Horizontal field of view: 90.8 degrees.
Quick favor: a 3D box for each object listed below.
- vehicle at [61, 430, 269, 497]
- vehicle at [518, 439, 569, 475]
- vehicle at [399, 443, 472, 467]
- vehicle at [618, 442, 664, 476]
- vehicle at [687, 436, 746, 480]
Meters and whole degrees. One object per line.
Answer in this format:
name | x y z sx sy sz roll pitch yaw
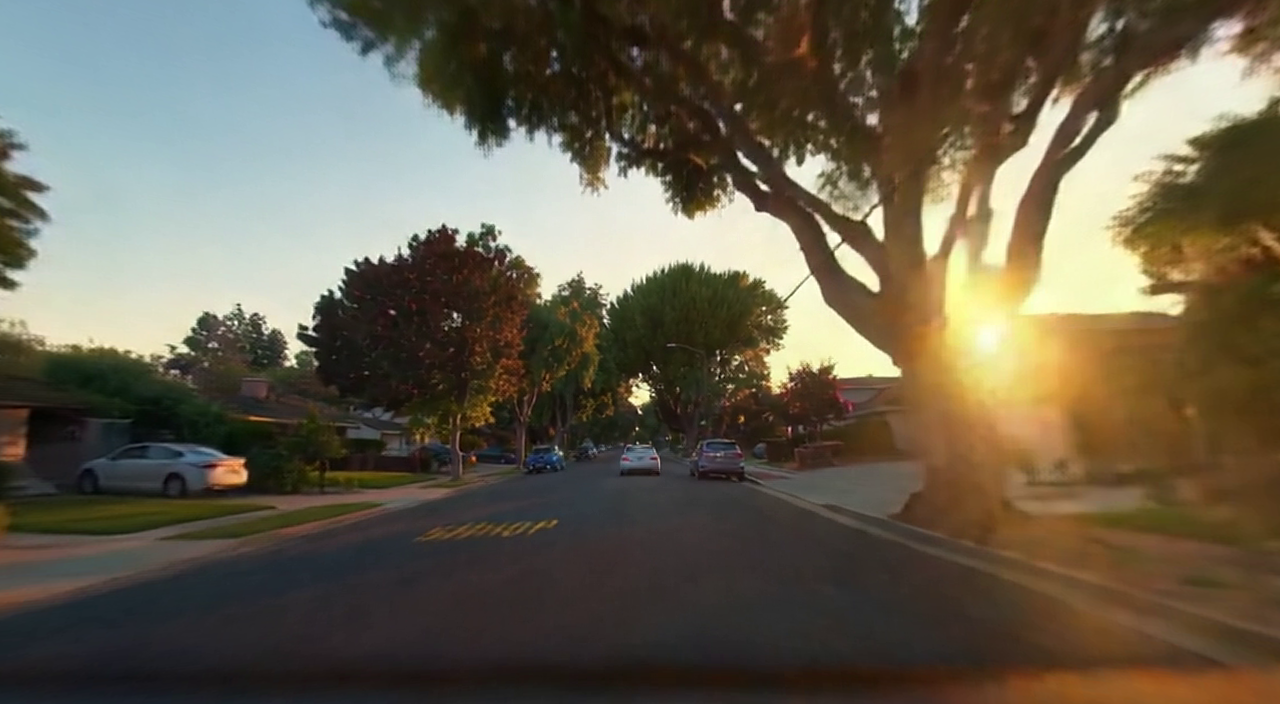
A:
vehicle | -13.442 3.161 18.135 4.253 1.772 1.980 0 -8 -3
vehicle | -5.560 6.083 37.029 2.126 1.816 4.796 -3 -8 1
vehicle | -13.328 6.751 41.435 4.129 1.523 1.839 0 -8 0
vehicle | 0.038 4.902 29.309 2.000 1.449 4.006 0 -8 0
vehicle | 3.199 4.530 27.250 1.978 1.690 4.306 0 -8 -1
